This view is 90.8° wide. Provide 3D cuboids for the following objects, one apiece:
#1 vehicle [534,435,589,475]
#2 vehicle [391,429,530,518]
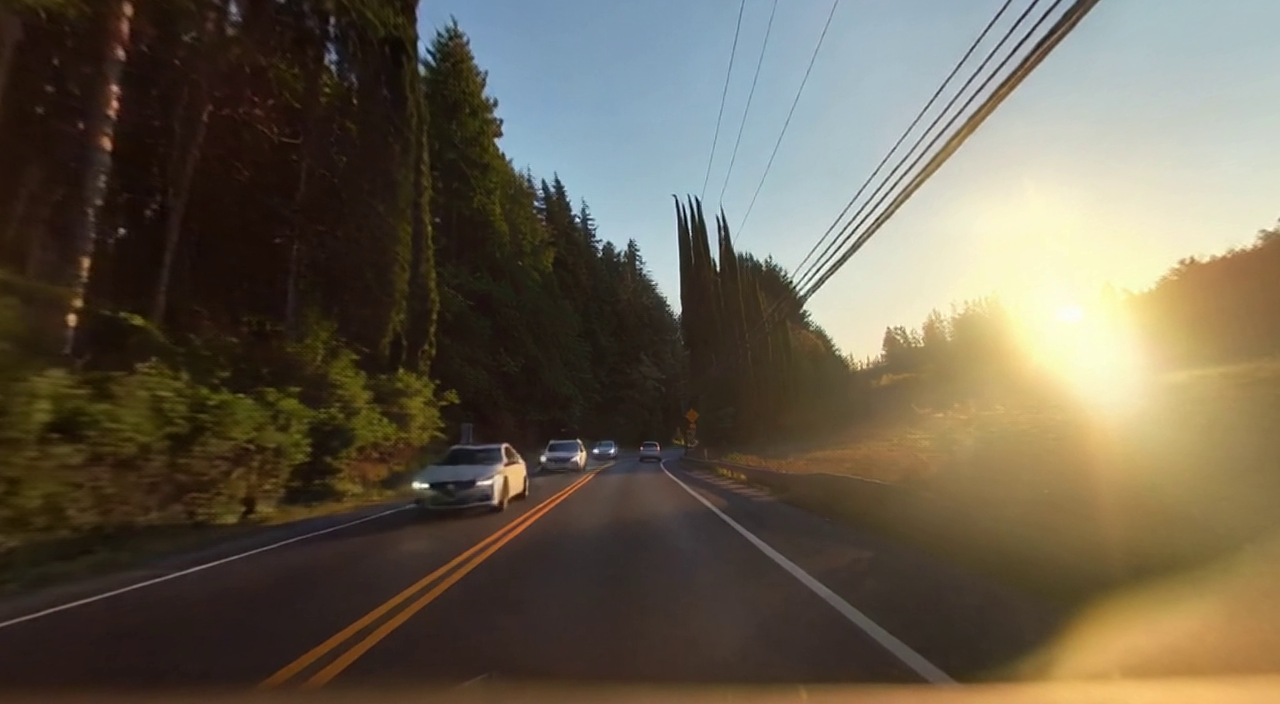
[{"bbox_3d":[-3.816,5.119,31.579,2.120,1.821,4.650,0,-9,1],"label":"vehicle"},{"bbox_3d":[-3.945,2.732,14.712,2.013,1.743,4.205,0,-9,0],"label":"vehicle"}]
